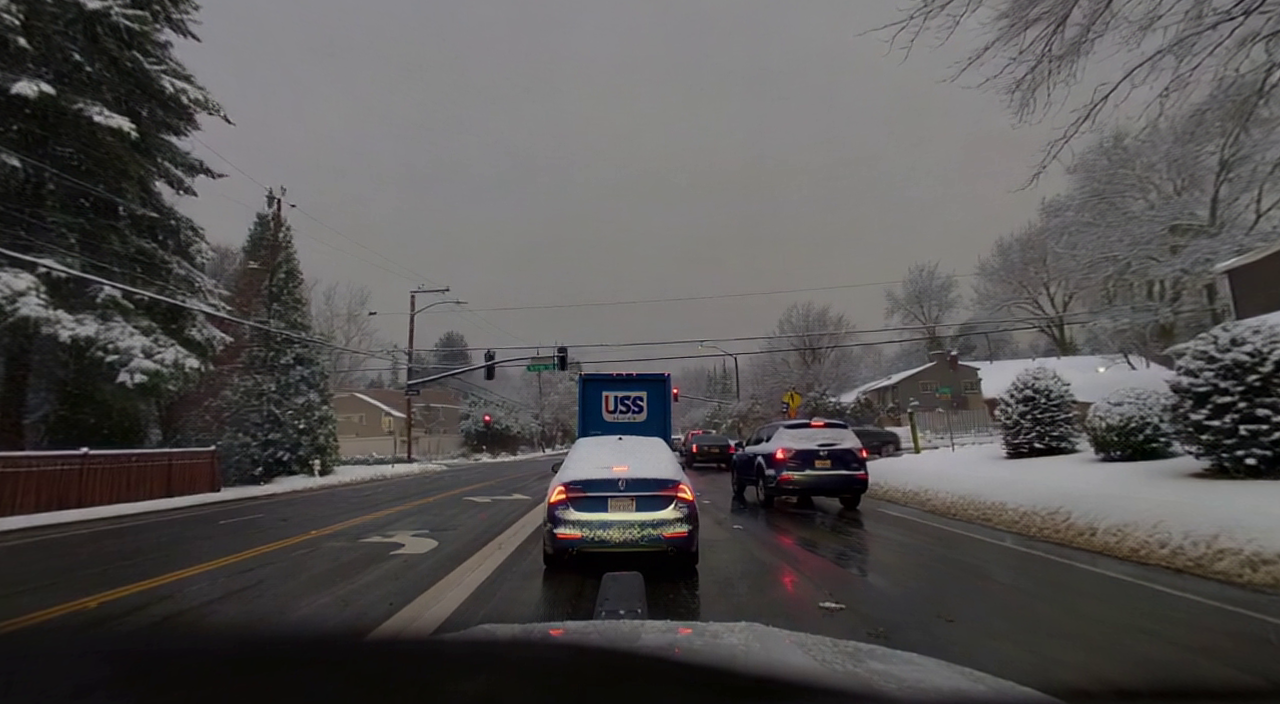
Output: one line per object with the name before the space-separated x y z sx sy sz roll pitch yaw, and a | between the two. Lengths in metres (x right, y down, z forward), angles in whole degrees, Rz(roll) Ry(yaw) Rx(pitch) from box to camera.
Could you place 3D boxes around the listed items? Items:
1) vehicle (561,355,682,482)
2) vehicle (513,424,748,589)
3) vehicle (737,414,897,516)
vehicle | -0.461 2.214 19.665 2.993 3.151 7.784 0 -8 0
vehicle | -0.143 1.722 7.935 2.135 1.483 4.207 0 -8 -2
vehicle | 3.598 2.398 13.885 2.145 1.847 4.524 0 -8 -1
